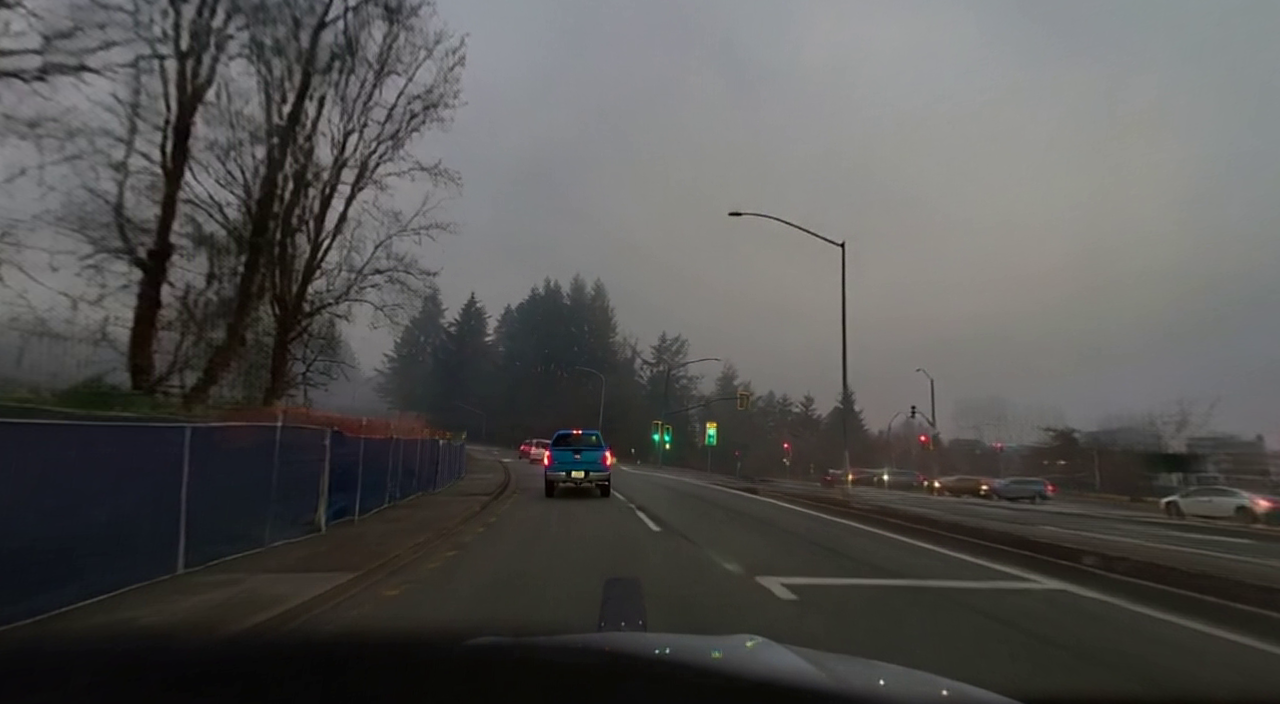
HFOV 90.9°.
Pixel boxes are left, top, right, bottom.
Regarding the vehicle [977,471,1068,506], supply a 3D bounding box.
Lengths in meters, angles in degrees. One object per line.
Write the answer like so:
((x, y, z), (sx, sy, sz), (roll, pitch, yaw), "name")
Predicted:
((21.576, 7.692, 35.818), (1.841, 1.673, 4.470), (1, -9, -9), "vehicle")

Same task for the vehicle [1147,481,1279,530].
((23.314, 6.100, 25.380), (1.805, 1.494, 4.362), (1, -8, -8), "vehicle")

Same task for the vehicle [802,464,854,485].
((14.574, 9.545, 49.253), (1.808, 1.467, 4.360), (3, -10, -15), "vehicle")

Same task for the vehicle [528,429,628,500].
((-1.757, 3.145, 18.096), (2.436, 1.698, 5.322), (1, -8, -5), "vehicle")

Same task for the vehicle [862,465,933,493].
((16.473, 8.132, 40.630), (1.884, 1.622, 4.485), (3, -10, -14), "vehicle")
